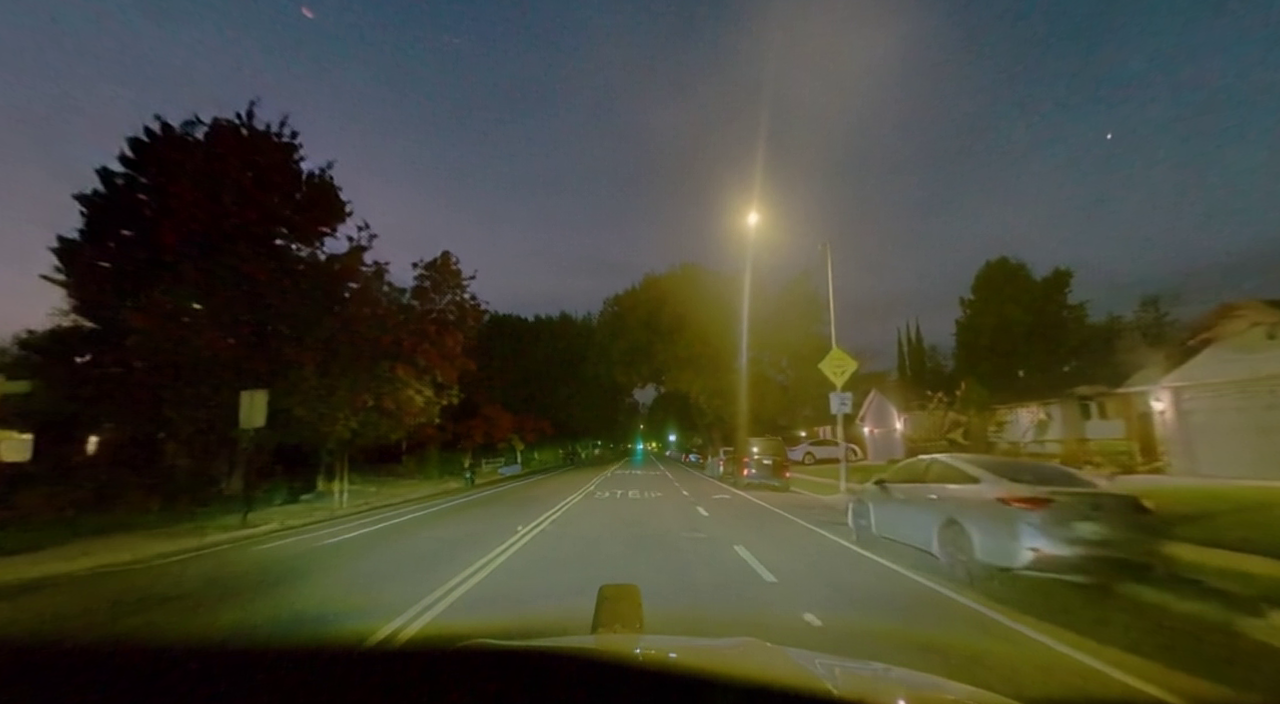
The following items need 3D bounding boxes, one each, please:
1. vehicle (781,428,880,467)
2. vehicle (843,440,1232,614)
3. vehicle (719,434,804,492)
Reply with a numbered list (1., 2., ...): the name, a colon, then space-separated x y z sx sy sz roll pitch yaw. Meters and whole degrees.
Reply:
1. vehicle: 11.237 5.694 37.530 5.001 1.812 2.177 -5 -9 -2
2. vehicle: 4.073 1.811 7.522 1.940 1.470 4.101 0 -9 0
3. vehicle: 4.143 3.885 22.476 2.032 1.792 4.849 0 -9 0
